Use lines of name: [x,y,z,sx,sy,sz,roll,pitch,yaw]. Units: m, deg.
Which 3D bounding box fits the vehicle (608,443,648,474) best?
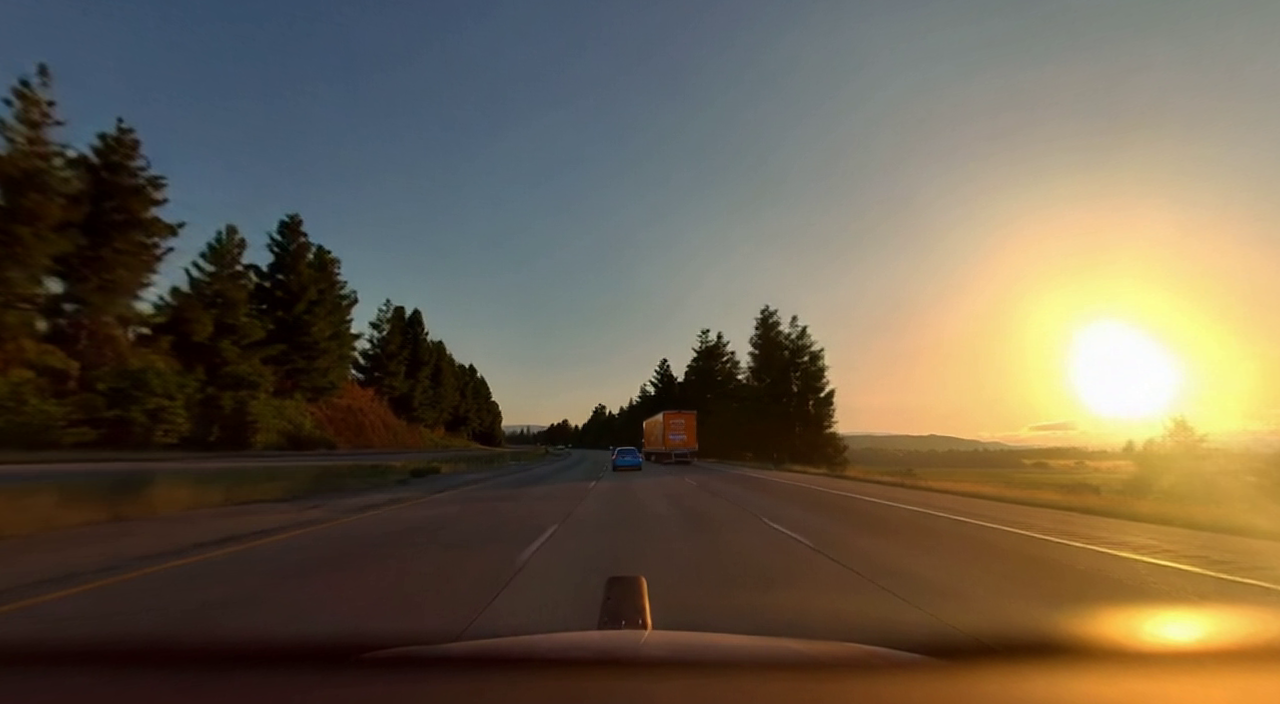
vehicle: [-0.632,5.418,32.139,1.913,1.460,3.610,0,-9,-1]
